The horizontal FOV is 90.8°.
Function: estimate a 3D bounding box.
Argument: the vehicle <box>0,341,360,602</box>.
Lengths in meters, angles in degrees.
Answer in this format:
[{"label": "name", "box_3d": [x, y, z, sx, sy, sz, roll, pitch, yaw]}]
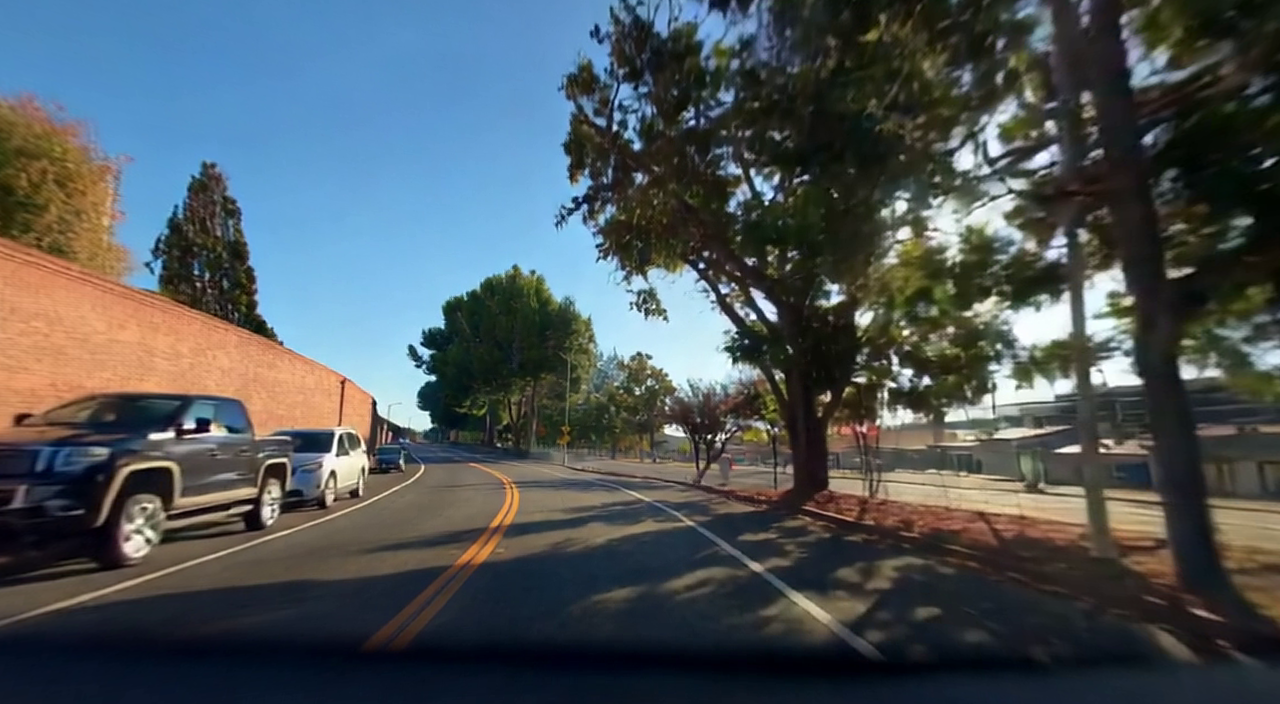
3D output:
[{"label": "vehicle", "box_3d": [-7.156, 1.553, 9.475, 3.073, 2.458, 6.937, 3, -8, -4]}]
